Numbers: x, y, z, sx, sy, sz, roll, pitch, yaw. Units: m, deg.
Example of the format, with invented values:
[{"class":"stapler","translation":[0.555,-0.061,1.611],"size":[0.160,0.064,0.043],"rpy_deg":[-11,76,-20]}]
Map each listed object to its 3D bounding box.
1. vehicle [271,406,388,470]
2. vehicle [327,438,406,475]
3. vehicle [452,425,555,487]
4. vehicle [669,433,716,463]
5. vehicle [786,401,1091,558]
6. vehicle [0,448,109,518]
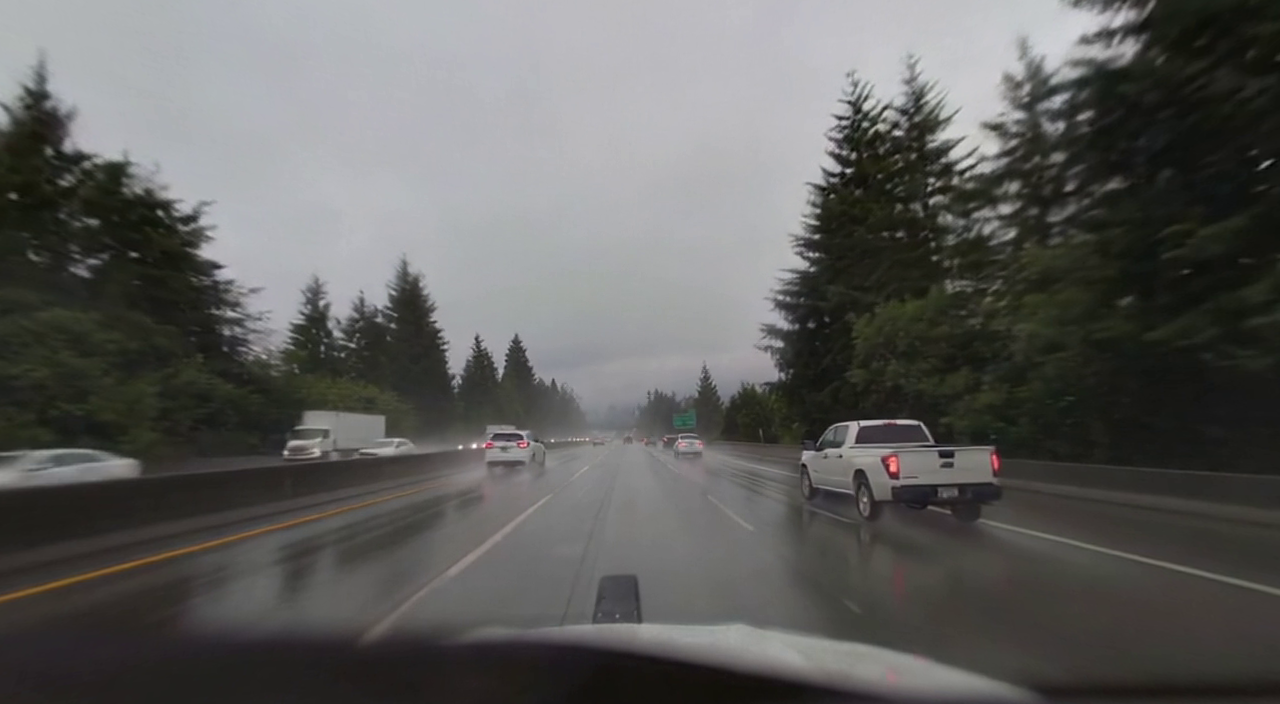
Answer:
[{"class":"vehicle","translation":[-19.684,5.539,40.812],"size":[2.897,3.700,8.805],"rpy_deg":[0,-8,1]},{"class":"vehicle","translation":[-11.784,4.512,27.446],"size":[1.784,1.468,3.783],"rpy_deg":[0,-8,-1]},{"class":"vehicle","translation":[-3.897,3.039,18.913],"size":[2.011,1.614,4.808],"rpy_deg":[0,-8,0]},{"class":"vehicle","translation":[2.694,5.044,33.353],"size":[1.990,1.480,3.865],"rpy_deg":[0,-8,-2]},{"class":"vehicle","translation":[3.717,1.665,9.081],"size":[1.949,1.639,4.748],"rpy_deg":[0,-8,-2]},{"class":"vehicle","translation":[-15.310,3.030,14.602],"size":[1.928,1.502,4.794],"rpy_deg":[0,-8,-1]}]
